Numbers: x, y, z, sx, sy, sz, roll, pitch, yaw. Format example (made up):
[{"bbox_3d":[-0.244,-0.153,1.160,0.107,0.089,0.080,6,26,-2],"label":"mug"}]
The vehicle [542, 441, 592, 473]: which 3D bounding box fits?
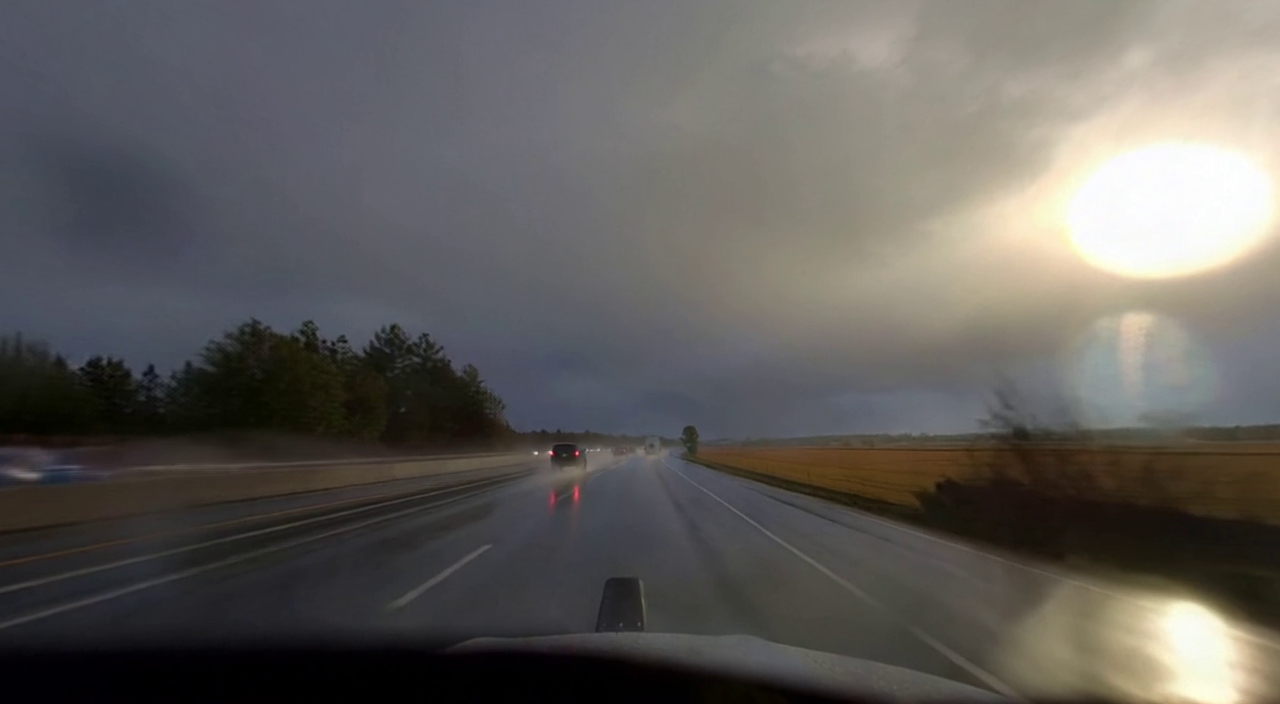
[{"bbox_3d":[-4.044,5.971,35.962,2.188,1.692,4.623,0,-9,1],"label":"vehicle"}]
